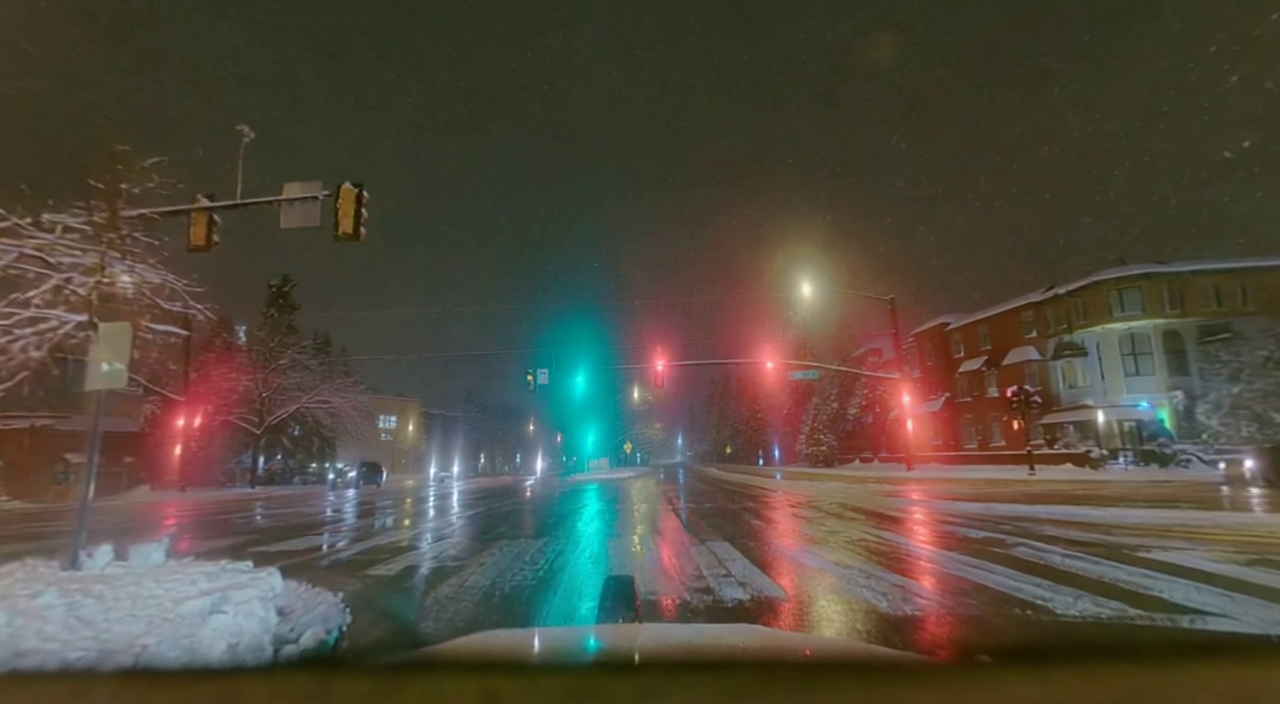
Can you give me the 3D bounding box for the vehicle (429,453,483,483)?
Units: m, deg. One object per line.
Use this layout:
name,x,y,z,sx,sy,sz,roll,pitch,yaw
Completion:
vehicle,-12.255,7.705,42.314,2.151,1.847,4.634,0,-9,1

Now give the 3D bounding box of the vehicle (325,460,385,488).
vehicle,-18.890,8.110,42.119,1.933,1.664,4.255,0,-9,0
